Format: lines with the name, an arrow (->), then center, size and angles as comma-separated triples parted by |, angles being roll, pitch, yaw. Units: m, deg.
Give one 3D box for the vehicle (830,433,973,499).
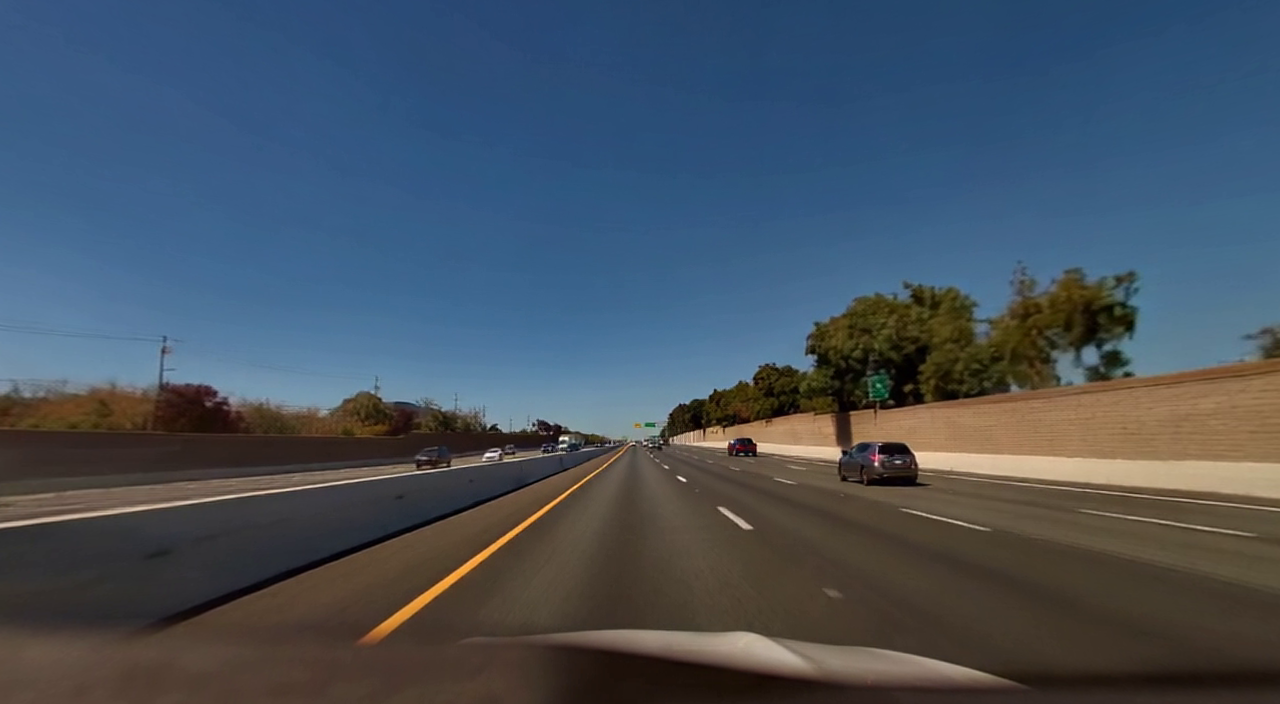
vehicle -> 6.985, 3.086, 17.542 | 1.901, 1.548, 4.684 | 0, -9, -1
